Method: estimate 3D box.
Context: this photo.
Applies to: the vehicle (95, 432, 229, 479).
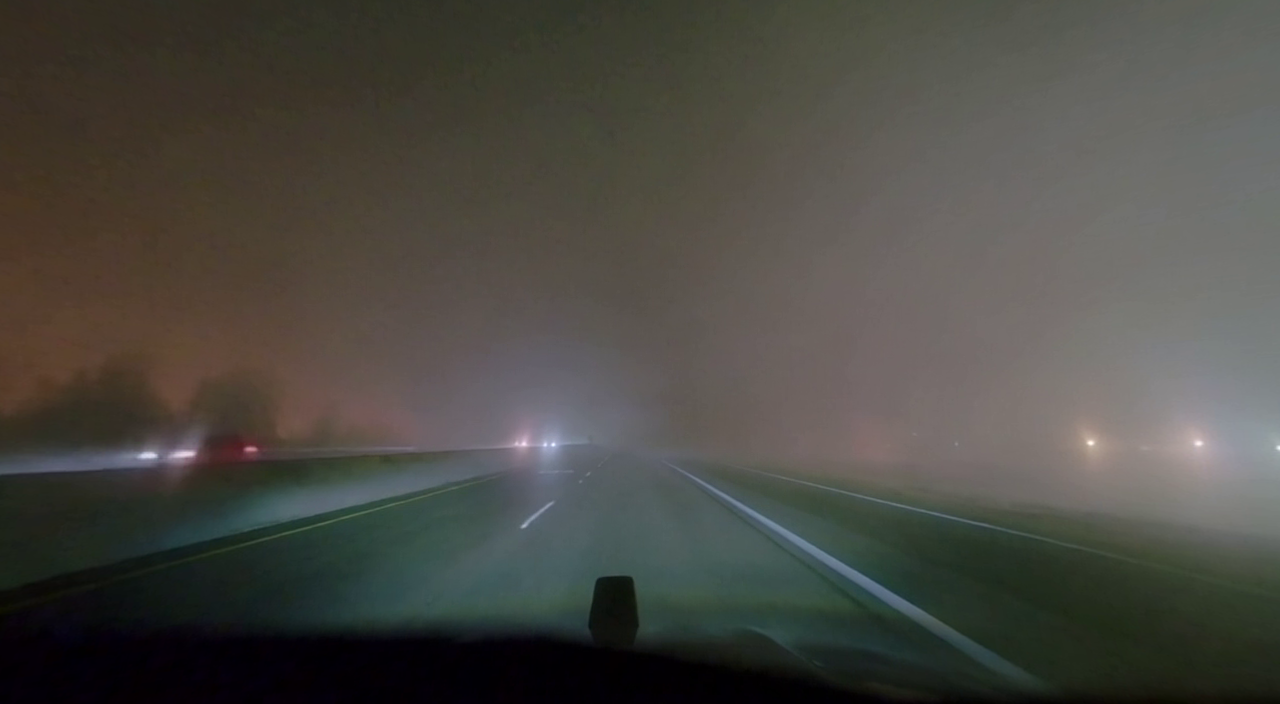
[{"bbox_3d":[-16.143,3.505,21.515,1.709,1.443,3.641,0,-8,0],"label":"vehicle"}]
